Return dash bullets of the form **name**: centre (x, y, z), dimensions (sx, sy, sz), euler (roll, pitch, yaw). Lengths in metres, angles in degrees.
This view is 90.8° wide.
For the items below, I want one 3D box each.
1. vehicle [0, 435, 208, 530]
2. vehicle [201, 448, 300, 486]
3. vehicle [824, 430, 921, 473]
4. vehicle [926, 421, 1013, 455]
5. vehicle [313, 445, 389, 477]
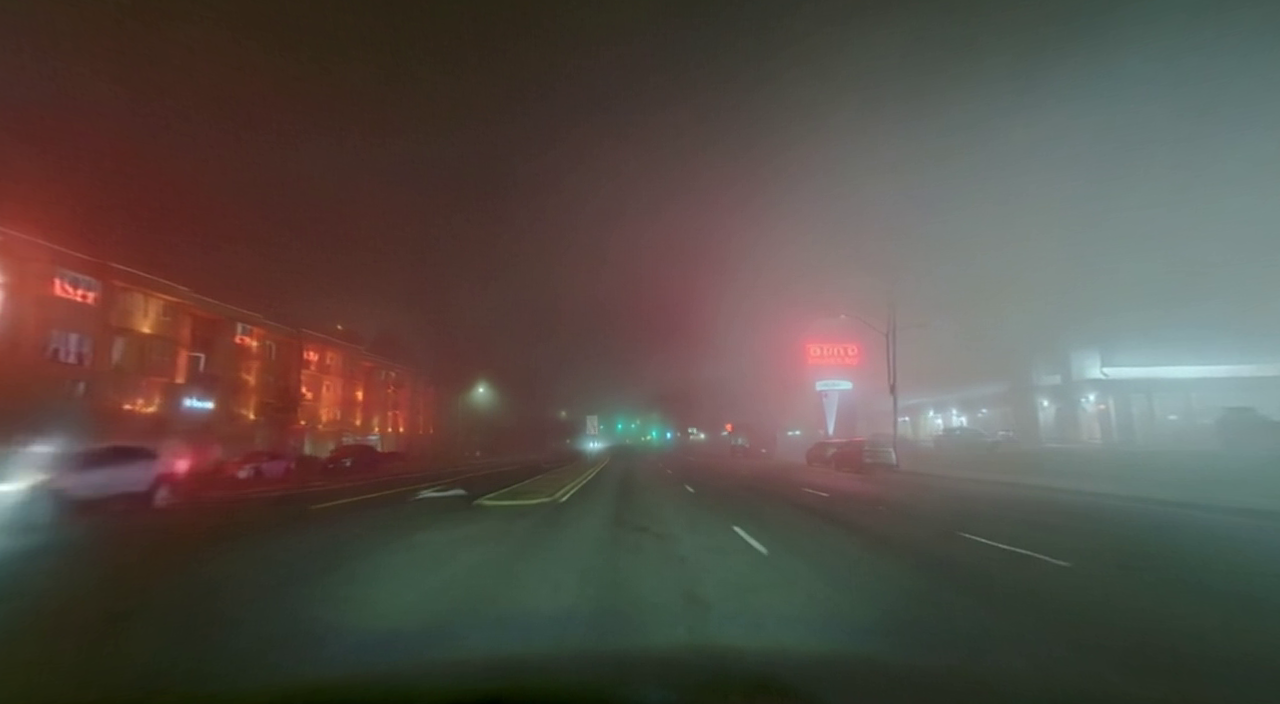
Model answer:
- **vehicle**: centre (-12.295, 2.758, 13.995), dimensions (2.262, 1.732, 4.501), euler (0, -8, -1)
- **vehicle**: centre (-19.222, 5.667, 31.440), dimensions (2.167, 1.700, 4.406), euler (-1, -9, -2)
- **vehicle**: centre (9.972, 4.298, 27.595), dimensions (2.183, 1.698, 5.010), euler (1, -8, -2)
- **vehicle**: centre (19.210, 5.090, 37.205), dimensions (2.067, 1.804, 5.183), euler (0, -8, -3)
- **vehicle**: centre (-19.244, 7.226, 42.406), dimensions (2.247, 1.820, 5.907), euler (-4, -9, 1)
